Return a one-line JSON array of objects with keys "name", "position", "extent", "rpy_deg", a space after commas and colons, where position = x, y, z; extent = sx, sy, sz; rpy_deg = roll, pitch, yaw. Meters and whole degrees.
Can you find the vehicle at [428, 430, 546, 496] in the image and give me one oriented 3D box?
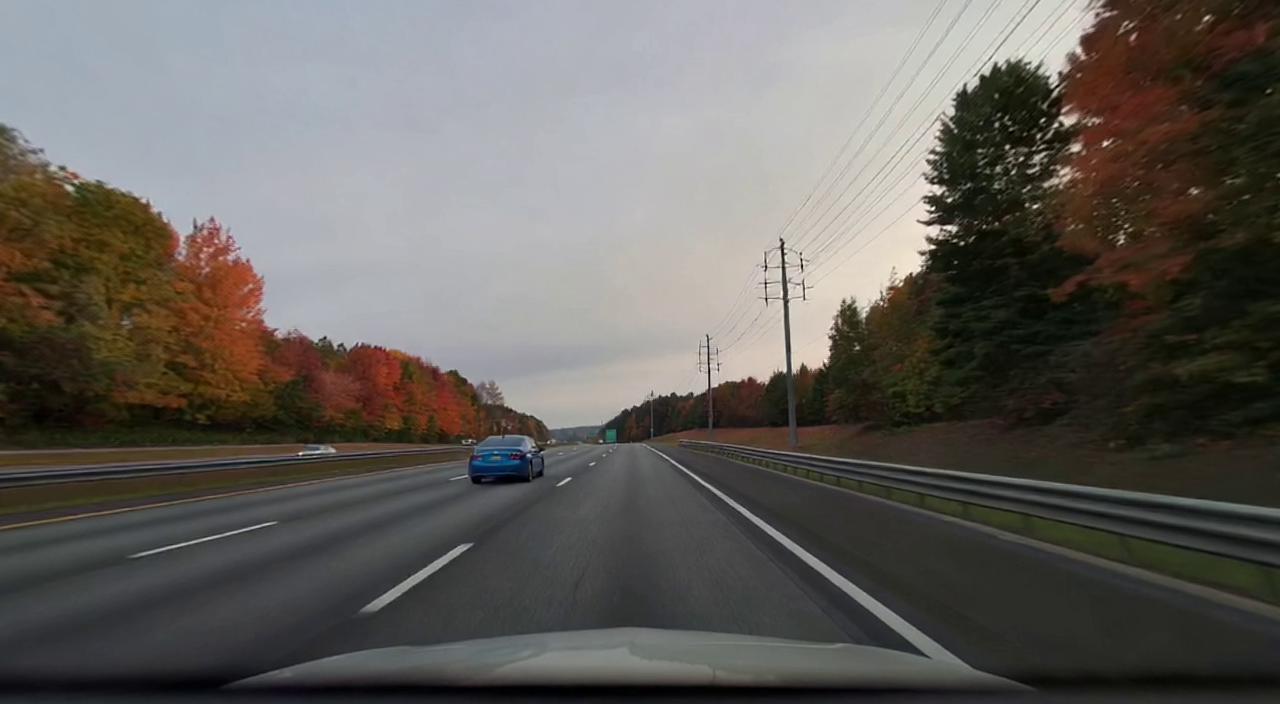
[{"name": "vehicle", "position": [-3.773, 2.803, 16.404], "extent": [2.025, 1.475, 4.379], "rpy_deg": [0, -8, -1]}]
